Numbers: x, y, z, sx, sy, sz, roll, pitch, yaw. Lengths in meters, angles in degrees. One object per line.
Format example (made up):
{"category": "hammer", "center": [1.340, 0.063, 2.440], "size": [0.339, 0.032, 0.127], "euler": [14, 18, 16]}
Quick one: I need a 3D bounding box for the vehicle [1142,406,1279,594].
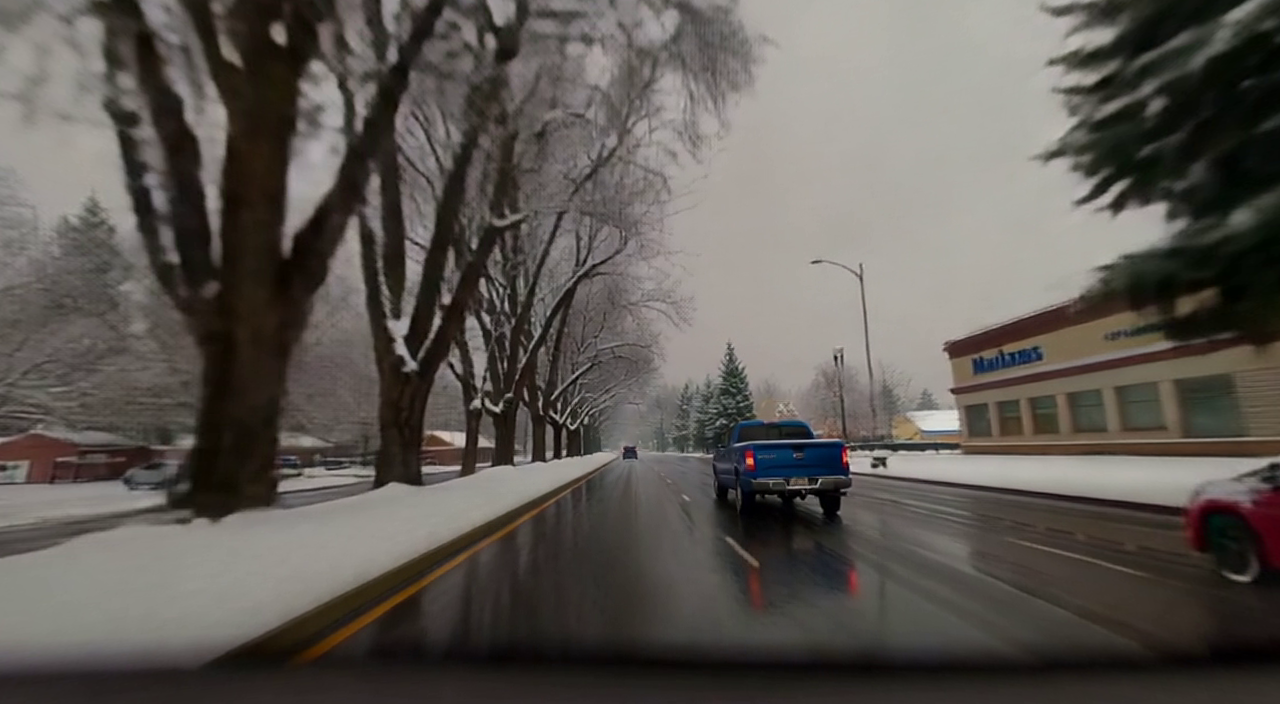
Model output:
{"category": "vehicle", "center": [6.491, 1.156, 4.686], "size": [1.993, 1.604, 4.260], "euler": [-1, -8, 0]}

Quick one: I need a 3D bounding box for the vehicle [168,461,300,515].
{"category": "vehicle", "center": [-13.550, 4.529, 21.435], "size": [1.835, 1.487, 4.201], "euler": [0, -8, -3]}

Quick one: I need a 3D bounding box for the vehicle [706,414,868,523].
{"category": "vehicle", "center": [2.810, 2.397, 13.584], "size": [2.138, 1.836, 5.245], "euler": [0, -8, -1]}

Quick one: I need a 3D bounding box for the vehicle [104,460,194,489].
{"category": "vehicle", "center": [-29.799, 7.458, 38.460], "size": [3.749, 1.600, 2.011], "euler": [0, -8, -2]}
